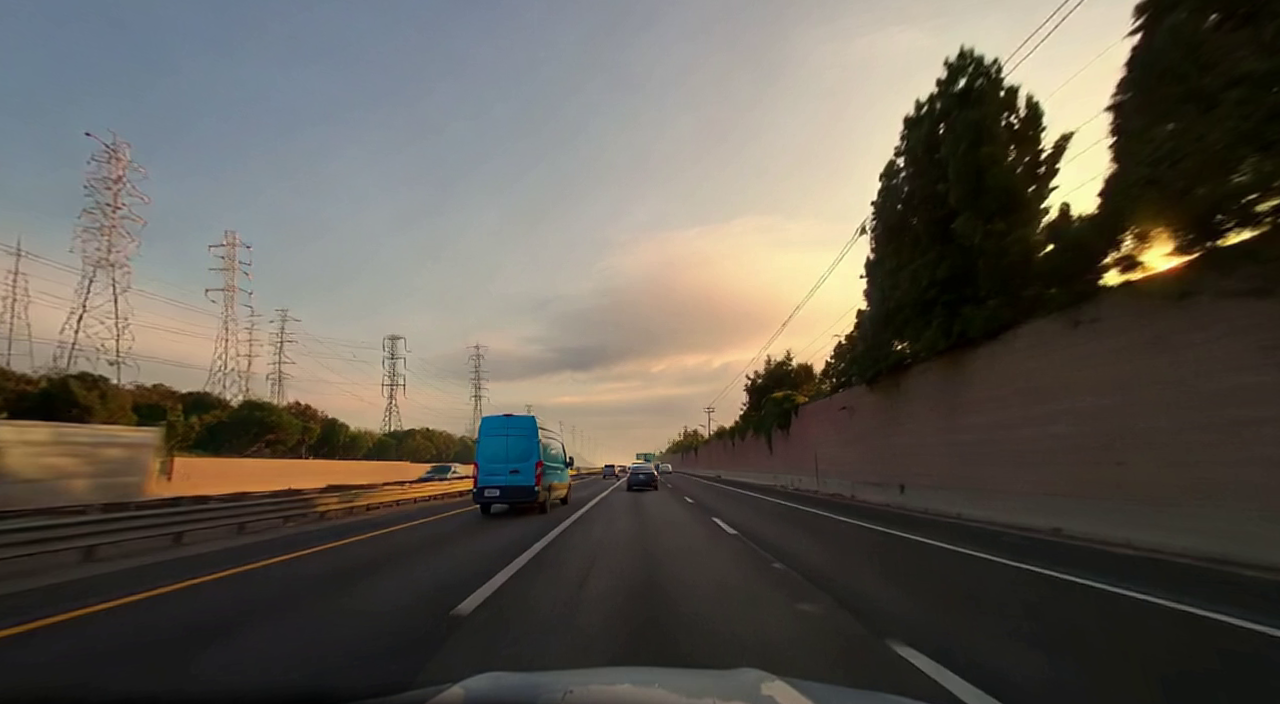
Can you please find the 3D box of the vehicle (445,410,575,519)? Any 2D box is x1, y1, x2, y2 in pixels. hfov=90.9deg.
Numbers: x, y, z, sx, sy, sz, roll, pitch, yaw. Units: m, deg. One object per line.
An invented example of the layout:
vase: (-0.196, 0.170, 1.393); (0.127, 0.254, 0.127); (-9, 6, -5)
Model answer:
vehicle: (-3.518, 3.373, 18.839); (2.394, 2.609, 6.875); (1, -11, 0)

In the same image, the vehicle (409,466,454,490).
vehicle: (-12.745, 7.705, 38.657); (1.579, 1.366, 3.348); (1, -10, -1)

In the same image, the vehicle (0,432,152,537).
vehicle: (-12.221, 2.485, 11.984); (2.083, 1.798, 4.610); (0, -11, 0)

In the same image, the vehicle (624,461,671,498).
vehicle: (0.319, 5.804, 28.848); (2.006, 1.554, 3.863); (1, -10, -1)
